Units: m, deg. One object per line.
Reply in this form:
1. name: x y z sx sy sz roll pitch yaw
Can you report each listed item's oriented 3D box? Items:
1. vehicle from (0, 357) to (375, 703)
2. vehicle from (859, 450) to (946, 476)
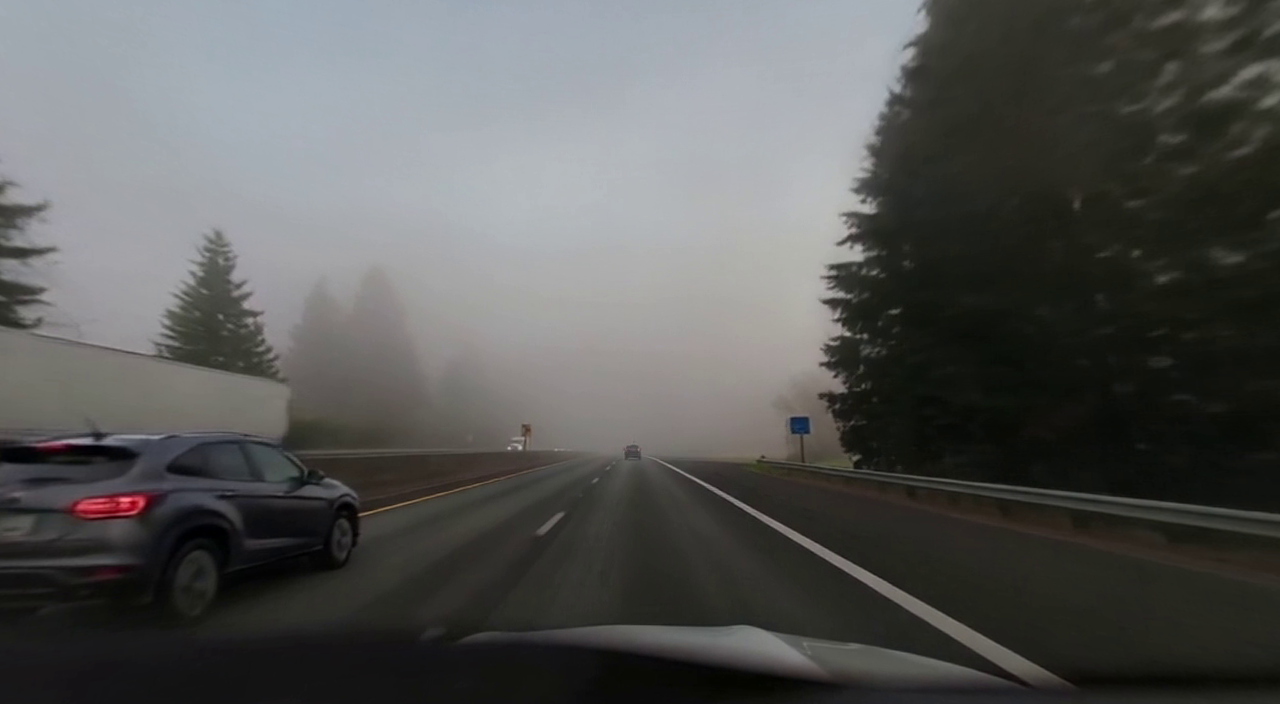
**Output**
1. vehicle: -3.912 1.155 4.468 2.111 1.717 4.426 0 -9 0
2. vehicle: 16.907 7.164 40.710 2.117 1.558 4.736 6 -11 -35
